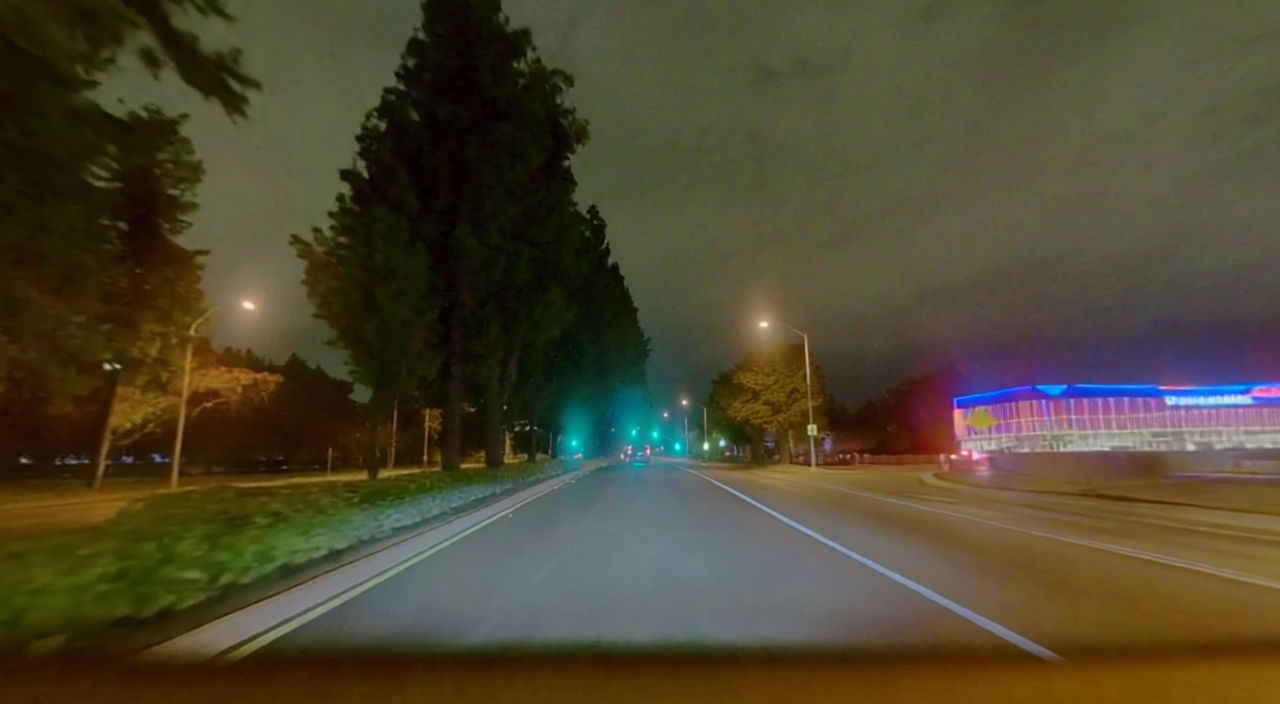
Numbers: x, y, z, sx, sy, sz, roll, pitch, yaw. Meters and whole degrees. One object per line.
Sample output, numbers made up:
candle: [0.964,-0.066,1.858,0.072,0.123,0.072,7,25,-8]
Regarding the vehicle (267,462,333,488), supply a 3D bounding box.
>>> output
vehicle: [-20.918,7.543,39.059,1.904,1.412,3.929,0,-8,0]
